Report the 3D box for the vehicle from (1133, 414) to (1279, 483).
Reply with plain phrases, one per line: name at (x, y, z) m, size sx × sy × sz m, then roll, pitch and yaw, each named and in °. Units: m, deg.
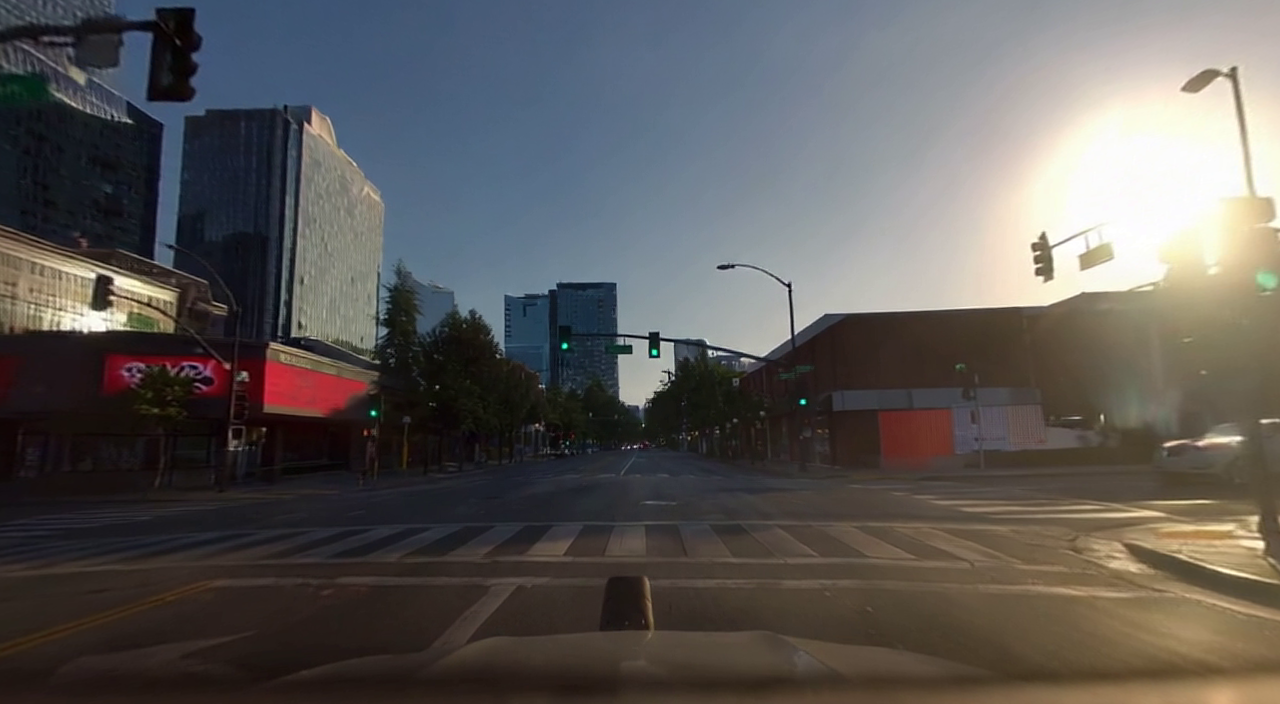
vehicle at (16.950, 2.660, 17.458) m, size 4.836 × 1.795 × 1.957 m, roll 0°, pitch -8°, yaw 0°
